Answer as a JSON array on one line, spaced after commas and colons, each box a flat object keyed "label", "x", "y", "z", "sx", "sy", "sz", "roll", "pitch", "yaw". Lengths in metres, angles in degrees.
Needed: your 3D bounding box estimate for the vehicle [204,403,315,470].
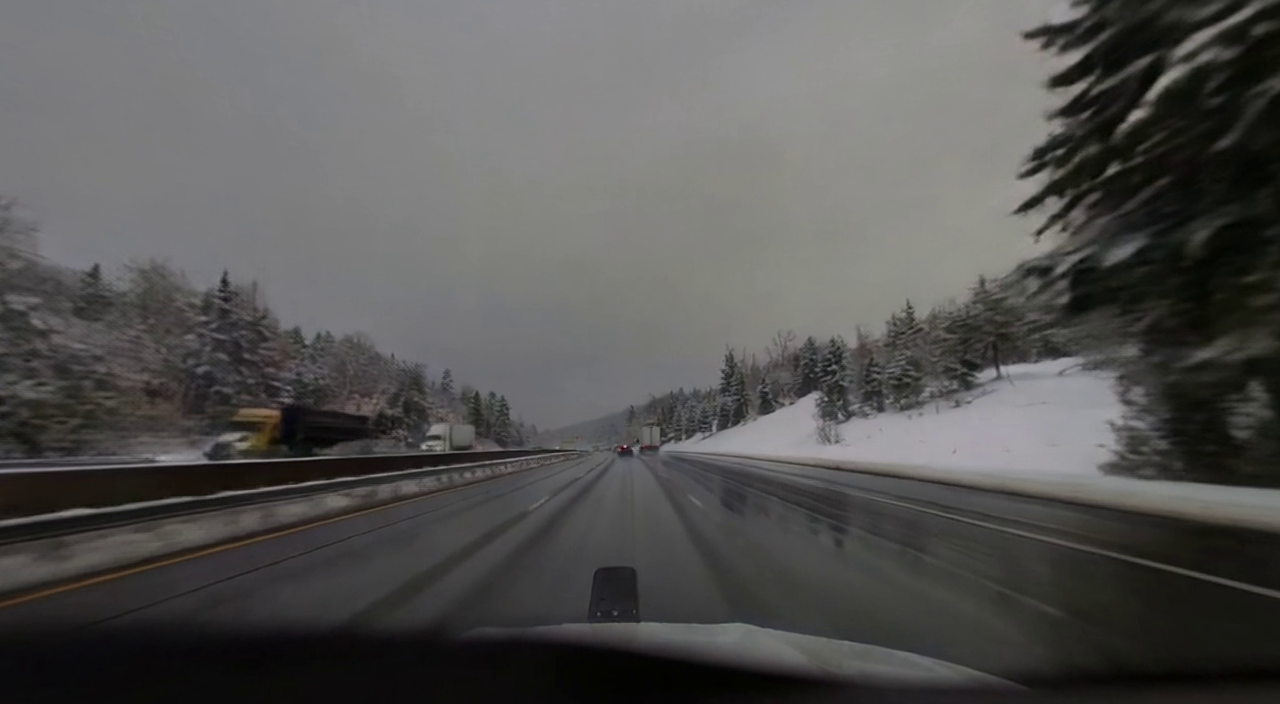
[{"label": "vehicle", "x": -25.037, "y": 5.625, "z": 41.866, "sx": 3.491, "sy": 4.038, "sz": 6.170, "roll": -1, "pitch": -9, "yaw": -1}]
